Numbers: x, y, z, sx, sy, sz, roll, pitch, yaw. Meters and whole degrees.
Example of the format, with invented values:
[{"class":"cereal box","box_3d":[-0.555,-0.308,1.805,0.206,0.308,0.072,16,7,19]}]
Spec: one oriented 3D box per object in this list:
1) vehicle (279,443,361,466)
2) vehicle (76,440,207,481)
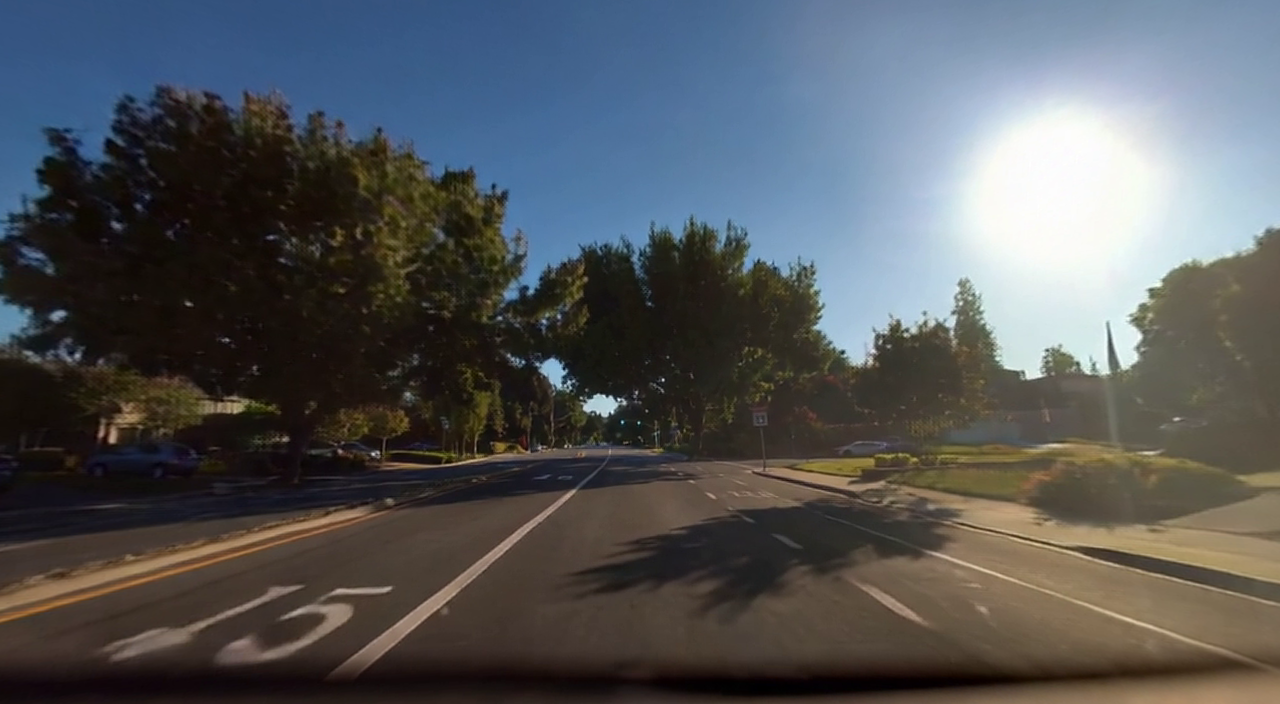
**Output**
[{"class":"vehicle","box_3d":[-21.449,6.900,42.479,4.495,1.472,1.833,0,-9,-1]},{"class":"vehicle","box_3d":[-21.150,4.643,26.935,3.886,1.641,1.850,1,-11,0]}]
